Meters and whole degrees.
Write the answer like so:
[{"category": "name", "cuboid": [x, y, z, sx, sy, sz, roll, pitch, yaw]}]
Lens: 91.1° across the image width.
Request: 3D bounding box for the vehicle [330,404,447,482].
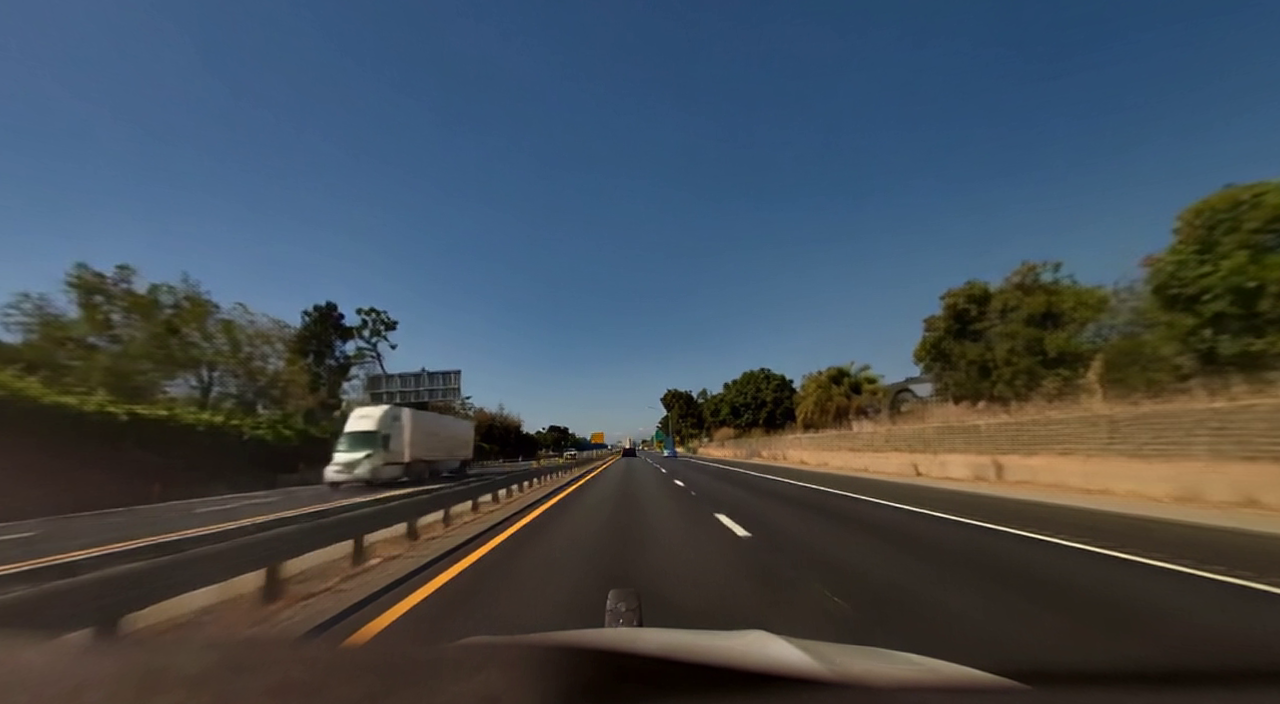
[{"category": "vehicle", "cuboid": [-14.491, 5.462, 37.443, 2.940, 3.967, 9.843, 0, -9, -1]}]
